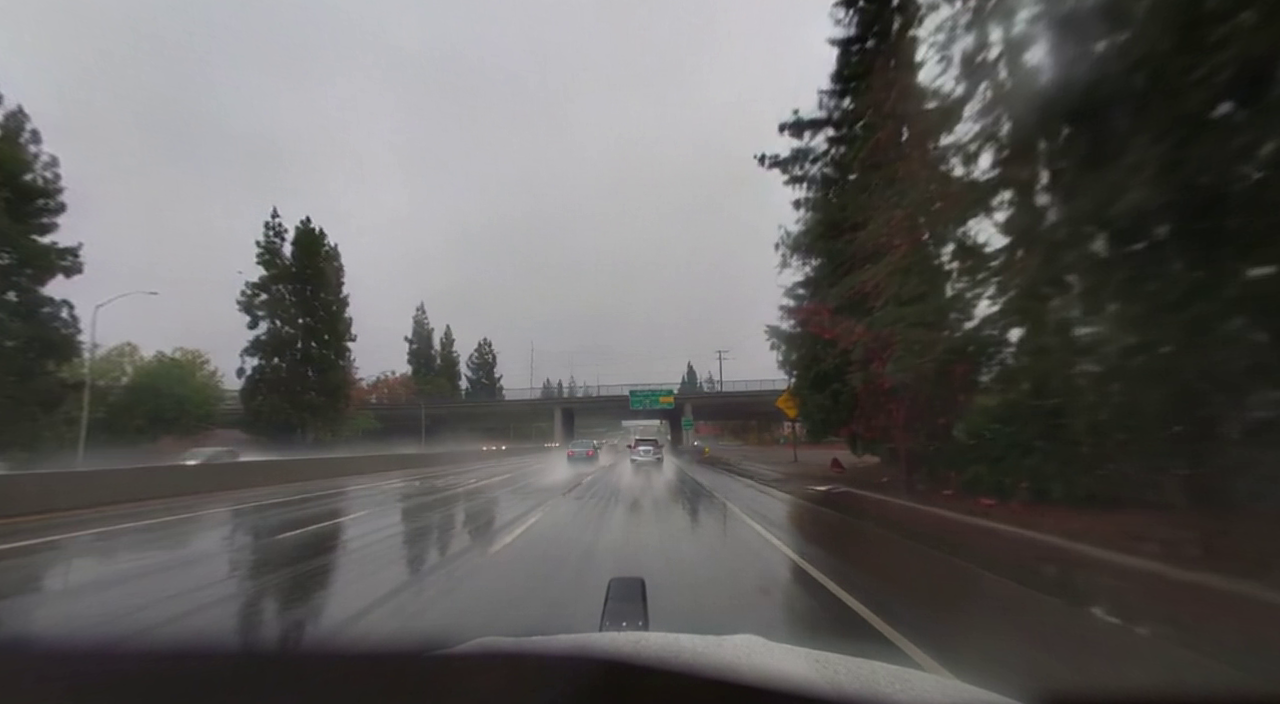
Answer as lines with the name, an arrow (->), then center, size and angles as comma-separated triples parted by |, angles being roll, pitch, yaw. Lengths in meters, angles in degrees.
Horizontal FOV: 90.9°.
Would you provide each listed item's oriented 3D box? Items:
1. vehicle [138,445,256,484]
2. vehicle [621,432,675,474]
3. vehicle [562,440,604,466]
vehicle -> -20.963, 5.286, 30.155 | 2.044, 1.656, 4.874 | 0, -8, 0
vehicle -> 0.315, 4.397, 27.638 | 2.152, 1.697, 4.066 | 0, -8, 0
vehicle -> -3.381, 6.092, 38.158 | 2.056, 1.464, 4.564 | 0, -8, 1
